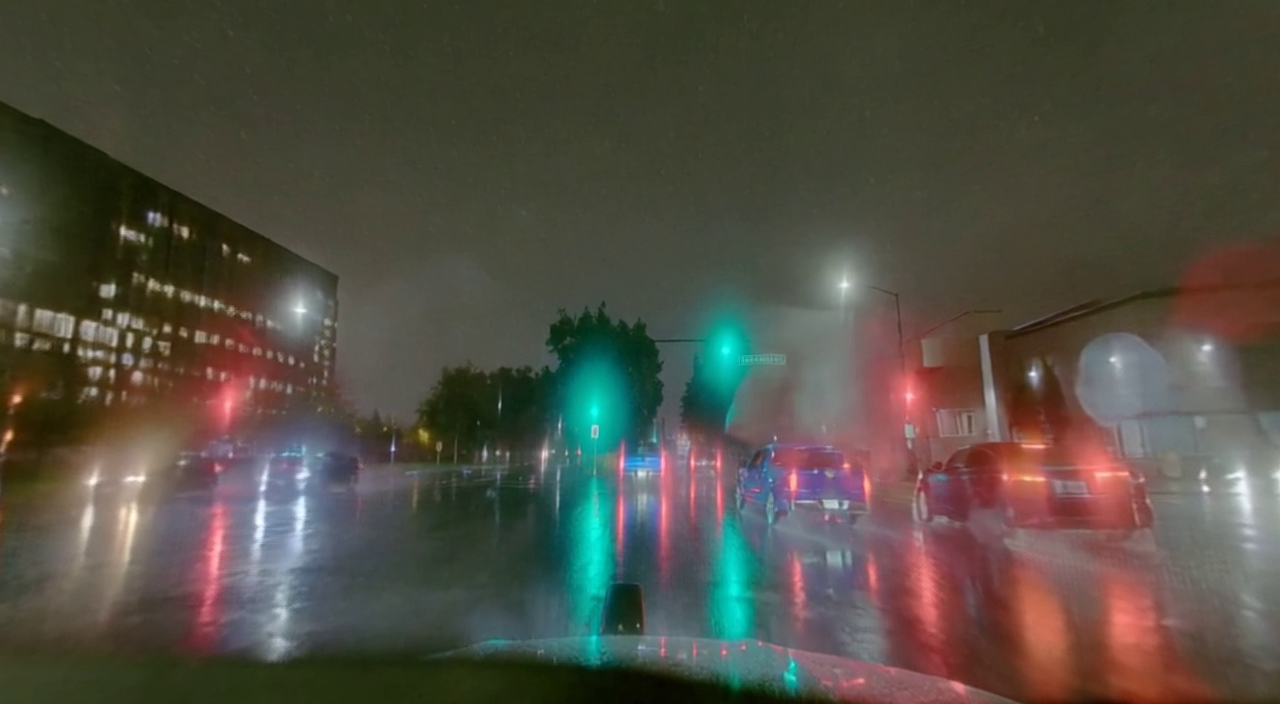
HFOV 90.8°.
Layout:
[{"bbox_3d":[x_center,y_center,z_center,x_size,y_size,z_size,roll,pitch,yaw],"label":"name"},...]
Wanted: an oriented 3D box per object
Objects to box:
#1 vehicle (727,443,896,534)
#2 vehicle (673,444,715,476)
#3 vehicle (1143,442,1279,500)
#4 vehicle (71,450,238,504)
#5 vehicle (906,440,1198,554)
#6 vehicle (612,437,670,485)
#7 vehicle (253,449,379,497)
[{"bbox_3d":[3.147,2.586,12.689,2.057,1.463,4.365,0,-8,-1],"label":"vehicle"},{"bbox_3d":[3.176,6.438,37.958,2.013,1.742,4.424,0,-8,-1],"label":"vehicle"},{"bbox_3d":[17.450,3.281,17.738,4.869,1.463,2.198,0,-8,-4],"label":"vehicle"},{"bbox_3d":[-15.448,3.956,20.475,1.915,1.491,4.347,0,-8,0],"label":"vehicle"},{"bbox_3d":[6.412,2.259,10.673,1.855,1.469,4.598,0,-8,1],"label":"vehicle"},{"bbox_3d":[0.043,4.756,27.859,2.344,1.883,4.572,0,-8,0],"label":"vehicle"},{"bbox_3d":[-11.318,4.226,22.538,1.989,1.459,4.667,0,-8,1],"label":"vehicle"}]
